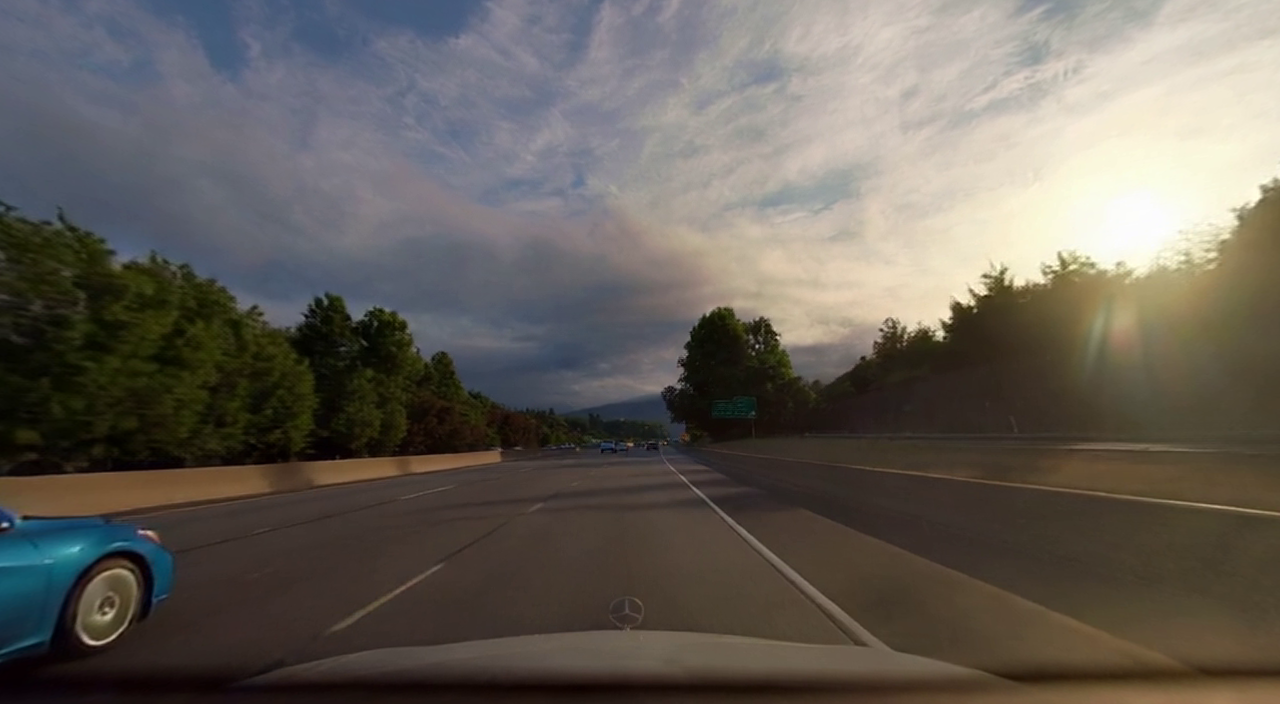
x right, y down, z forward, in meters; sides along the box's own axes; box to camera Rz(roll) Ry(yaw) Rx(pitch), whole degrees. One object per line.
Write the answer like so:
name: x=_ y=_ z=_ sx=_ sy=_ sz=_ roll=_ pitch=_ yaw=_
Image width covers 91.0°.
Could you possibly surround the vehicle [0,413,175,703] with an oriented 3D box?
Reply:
vehicle: x=-4.125 y=0.864 z=1.876 sx=1.996 sy=1.454 sz=4.495 roll=-1 pitch=-8 yaw=1
